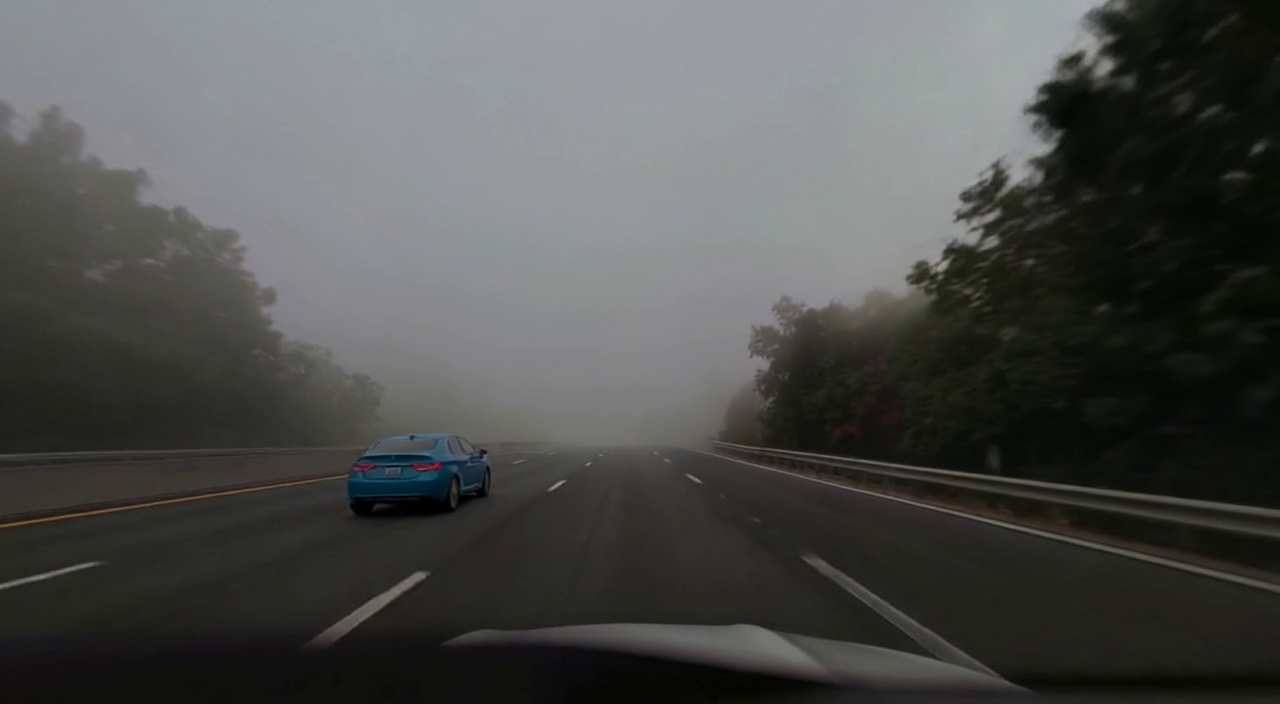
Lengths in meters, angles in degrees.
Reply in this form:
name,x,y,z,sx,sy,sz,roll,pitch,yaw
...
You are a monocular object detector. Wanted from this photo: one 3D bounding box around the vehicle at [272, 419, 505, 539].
name,x,y,z,sx,sy,sz,roll,pitch,yaw
vehicle,-3.695,1.919,10.279,2.026,1.517,4.325,0,-8,0
